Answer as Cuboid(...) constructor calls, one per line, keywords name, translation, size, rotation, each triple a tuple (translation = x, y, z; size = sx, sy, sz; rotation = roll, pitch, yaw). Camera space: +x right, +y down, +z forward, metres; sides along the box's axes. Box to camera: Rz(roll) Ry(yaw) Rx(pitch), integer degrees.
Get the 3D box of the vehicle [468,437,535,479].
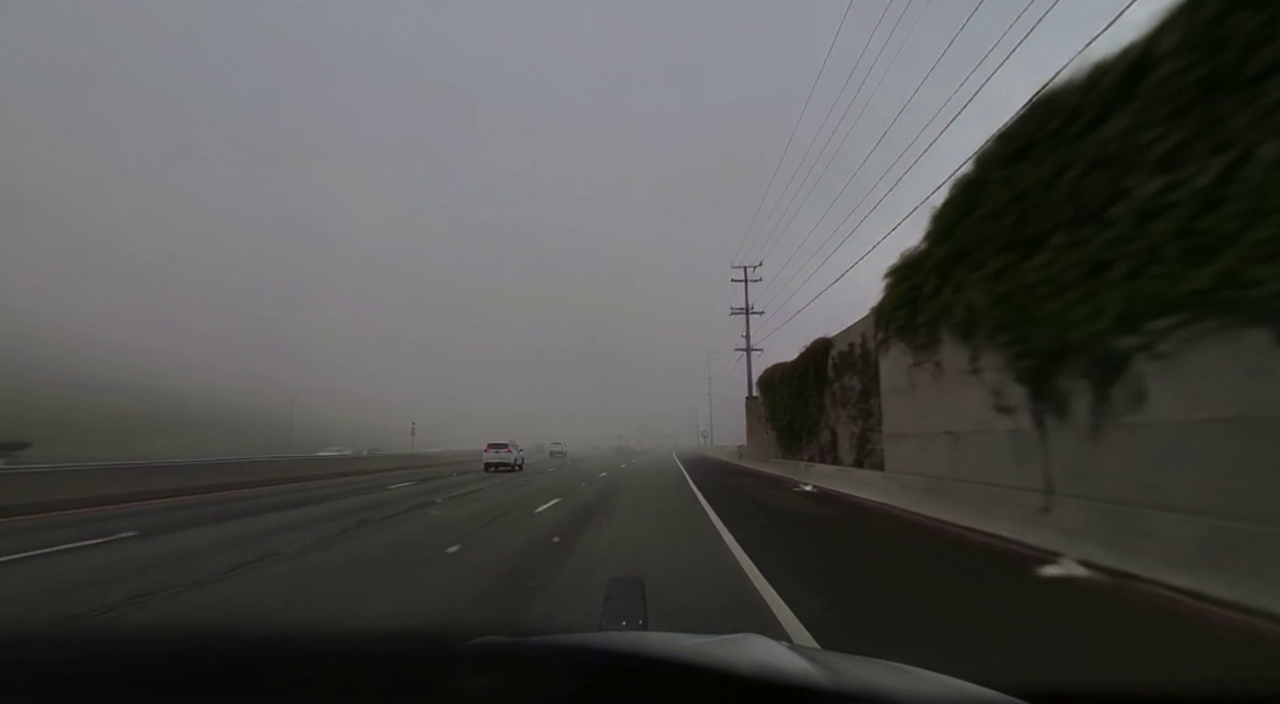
Cuboid(name="vehicle", translation=(-5.763, 4.427, 26.656), size=(2.029, 1.609, 3.935), rotation=(0, -8, -2))
